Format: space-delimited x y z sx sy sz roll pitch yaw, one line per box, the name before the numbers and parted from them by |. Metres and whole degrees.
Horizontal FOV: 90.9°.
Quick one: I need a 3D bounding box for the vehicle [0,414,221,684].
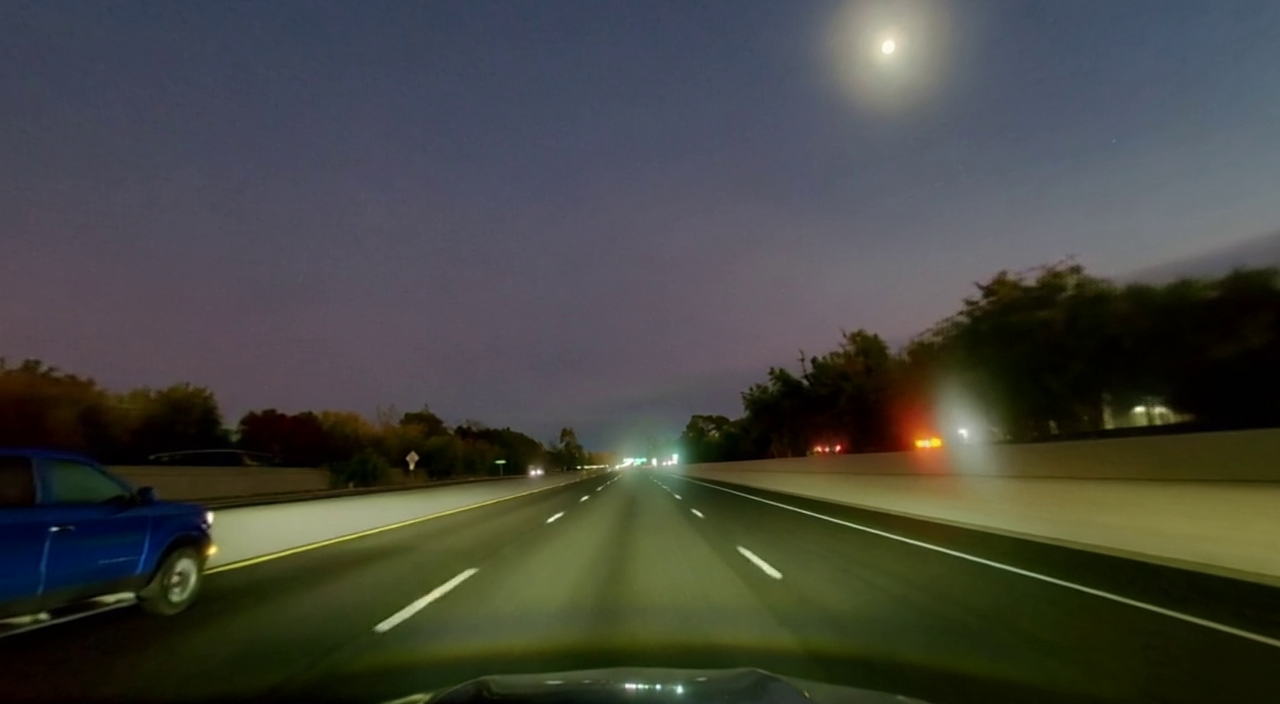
vehicle | -4.651 1.093 3.446 1.914 1.534 4.015 1 -10 0
